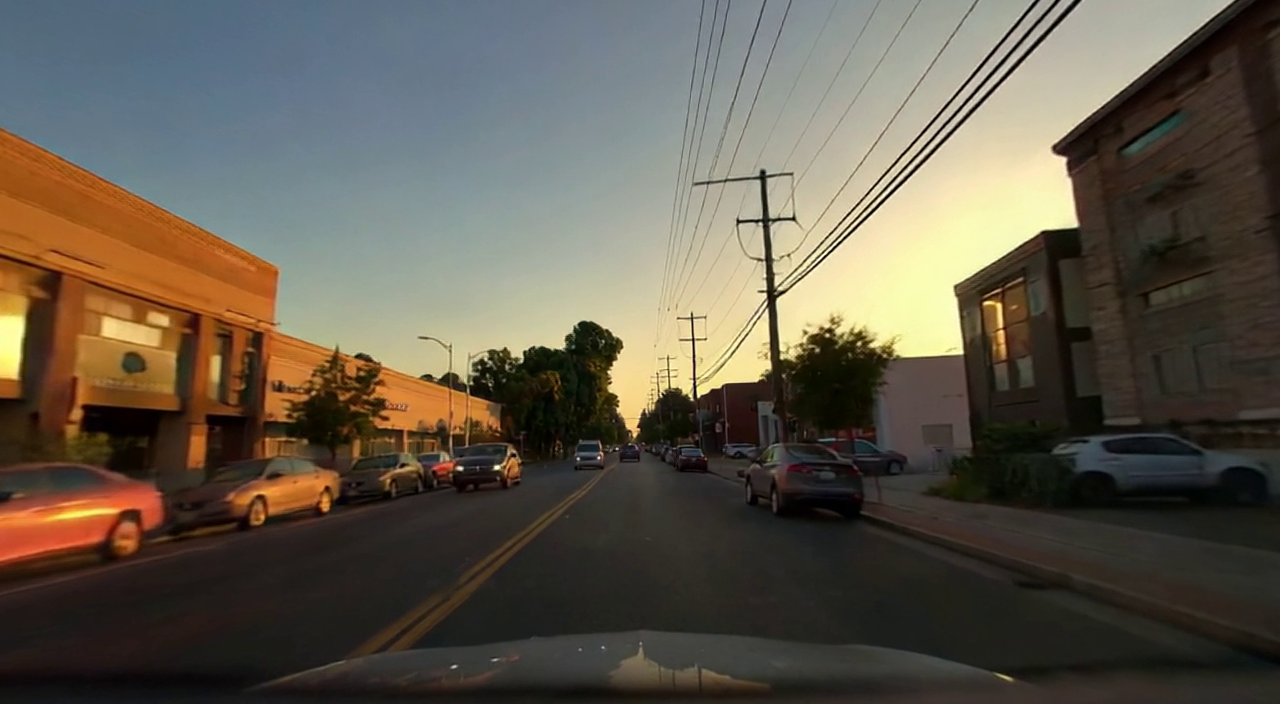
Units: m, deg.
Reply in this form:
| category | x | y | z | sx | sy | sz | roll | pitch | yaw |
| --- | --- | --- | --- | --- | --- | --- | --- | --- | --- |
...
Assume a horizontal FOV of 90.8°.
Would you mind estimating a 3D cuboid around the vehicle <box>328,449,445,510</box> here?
| category | x | y | z | sx | sy | sz | roll | pitch | yaw |
| --- | --- | --- | --- | --- | --- | --- | --- | --- | --- |
| vehicle | -8.368 | 4.212 | 21.412 | 1.791 | 1.622 | 5.056 | -3 | -8 | 2 |

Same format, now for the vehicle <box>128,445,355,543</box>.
| category | x | y | z | sx | sy | sz | roll | pitch | yaw |
| --- | --- | --- | --- | --- | --- | --- | --- | --- | --- |
| vehicle | -8.745 | 3.085 | 14.582 | 2.009 | 1.684 | 5.009 | -2 | -8 | 0 |

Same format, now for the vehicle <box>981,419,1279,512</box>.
| category | x | y | z | sx | sy | sz | roll | pitch | yaw |
| --- | --- | --- | --- | --- | --- | --- | --- | --- | --- |
| vehicle | 9.805 | 2.199 | 12.428 | 5.084 | 1.641 | 1.848 | 0 | -9 | -2 |

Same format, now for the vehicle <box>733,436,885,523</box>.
| category | x | y | z | sx | sy | sz | roll | pitch | yaw |
| --- | --- | --- | --- | --- | --- | --- | --- | --- | --- |
| vehicle | 3.533 | 2.784 | 14.359 | 2.136 | 1.586 | 4.919 | 0 | -9 | 1 |

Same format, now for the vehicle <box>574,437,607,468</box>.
| category | x | y | z | sx | sy | sz | roll | pitch | yaw |
| --- | --- | --- | --- | --- | --- | --- | --- | --- | --- |
| vehicle | -3.392 | 6.980 | 43.890 | 2.115 | 2.065 | 4.452 | 0 | -9 | -2 |

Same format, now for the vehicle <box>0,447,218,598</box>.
| category | x | y | z | sx | sy | sz | roll | pitch | yaw |
| --- | --- | --- | --- | --- | --- | --- | --- | --- | --- |
| vehicle | -8.465 | 2.173 | 8.570 | 2.113 | 1.665 | 5.062 | 0 | -8 | -2 |

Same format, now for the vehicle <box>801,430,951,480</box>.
| category | x | y | z | sx | sy | sz | roll | pitch | yaw |
| --- | --- | --- | --- | --- | --- | --- | --- | --- | --- |
| vehicle | 10.295 | 4.561 | 27.993 | 5.684 | 2.112 | 2.321 | 0 | -9 | 3 |

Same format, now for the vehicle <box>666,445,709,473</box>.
| category | x | y | z | sx | sy | sz | roll | pitch | yaw |
| --- | --- | --- | --- | --- | --- | --- | --- | --- | --- |
| vehicle | 2.951 | 6.454 | 38.324 | 2.261 | 1.503 | 4.695 | -2 | -8 | 8 |

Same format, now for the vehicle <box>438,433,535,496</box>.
| category | x | y | z | sx | sy | sz | roll | pitch | yaw |
| --- | --- | --- | --- | --- | --- | --- | --- | --- | --- |
| vehicle | -5.272 | 3.934 | 22.345 | 2.152 | 1.918 | 4.217 | -3 | -9 | 4 |
